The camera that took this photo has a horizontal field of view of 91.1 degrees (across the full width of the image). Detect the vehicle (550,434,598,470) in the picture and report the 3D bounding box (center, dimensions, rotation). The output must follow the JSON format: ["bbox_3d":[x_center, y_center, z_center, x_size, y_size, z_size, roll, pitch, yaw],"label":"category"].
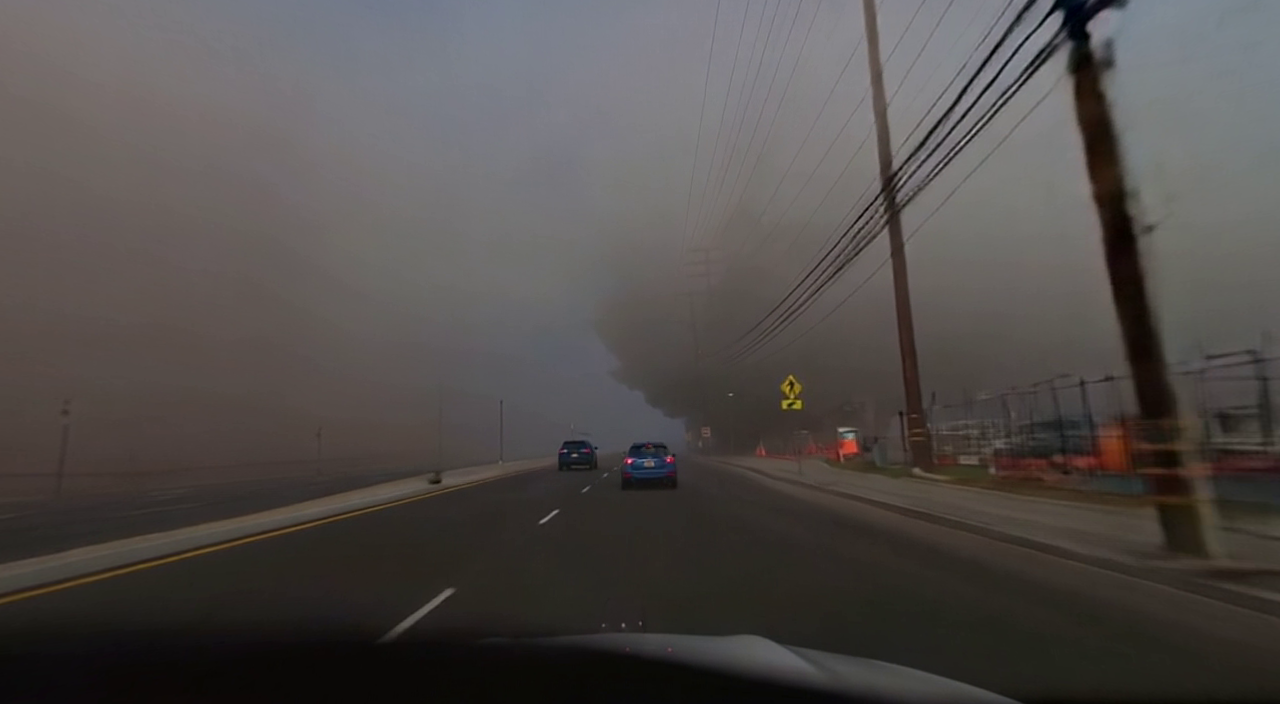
[{"bbox_3d":[-3.519,5.439,34.410,2.078,1.804,4.387,0,-8,1],"label":"vehicle"}]

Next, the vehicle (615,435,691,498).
[{"bbox_3d":[0.340,3.430,19.164,2.059,1.691,3.980,0,-8,0],"label":"vehicle"}]
